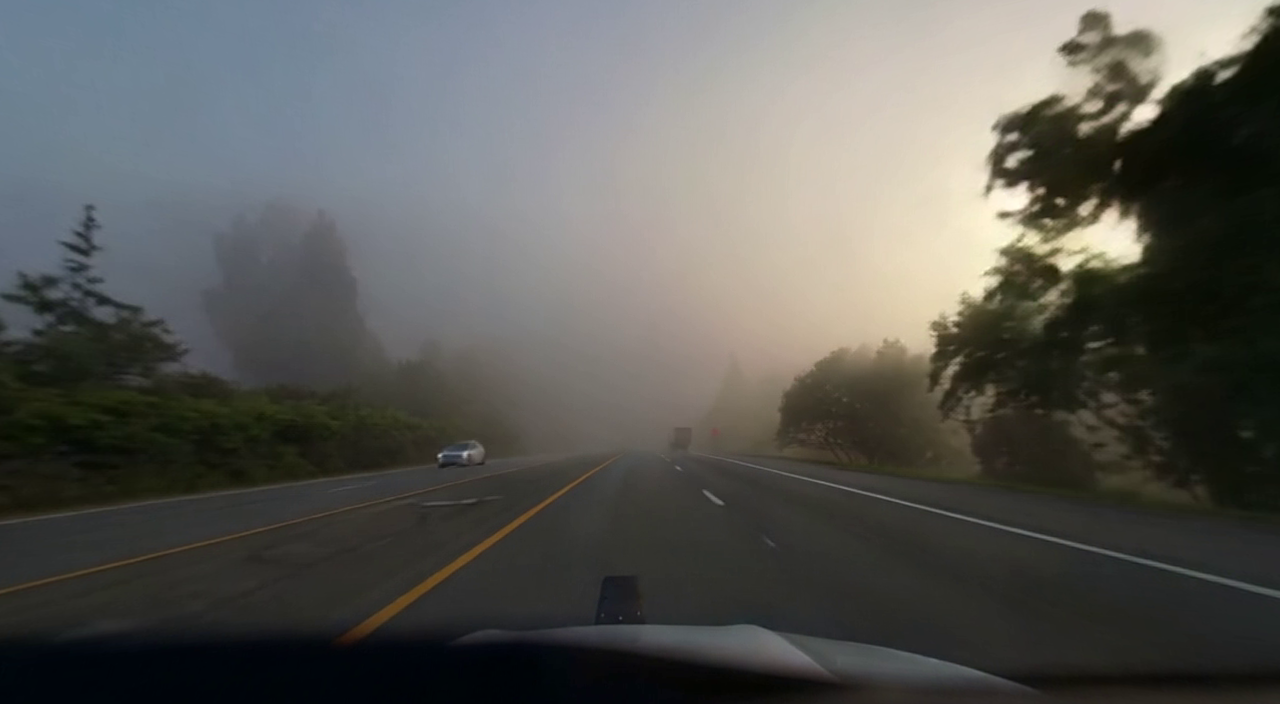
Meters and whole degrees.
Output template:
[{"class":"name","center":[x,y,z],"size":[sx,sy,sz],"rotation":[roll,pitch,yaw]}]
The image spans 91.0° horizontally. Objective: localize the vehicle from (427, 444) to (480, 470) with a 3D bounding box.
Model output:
[{"class":"vehicle","center":[-11.466,6.458,38.923],"size":[1.874,1.495,4.409],"rotation":[0,-8,1]}]
